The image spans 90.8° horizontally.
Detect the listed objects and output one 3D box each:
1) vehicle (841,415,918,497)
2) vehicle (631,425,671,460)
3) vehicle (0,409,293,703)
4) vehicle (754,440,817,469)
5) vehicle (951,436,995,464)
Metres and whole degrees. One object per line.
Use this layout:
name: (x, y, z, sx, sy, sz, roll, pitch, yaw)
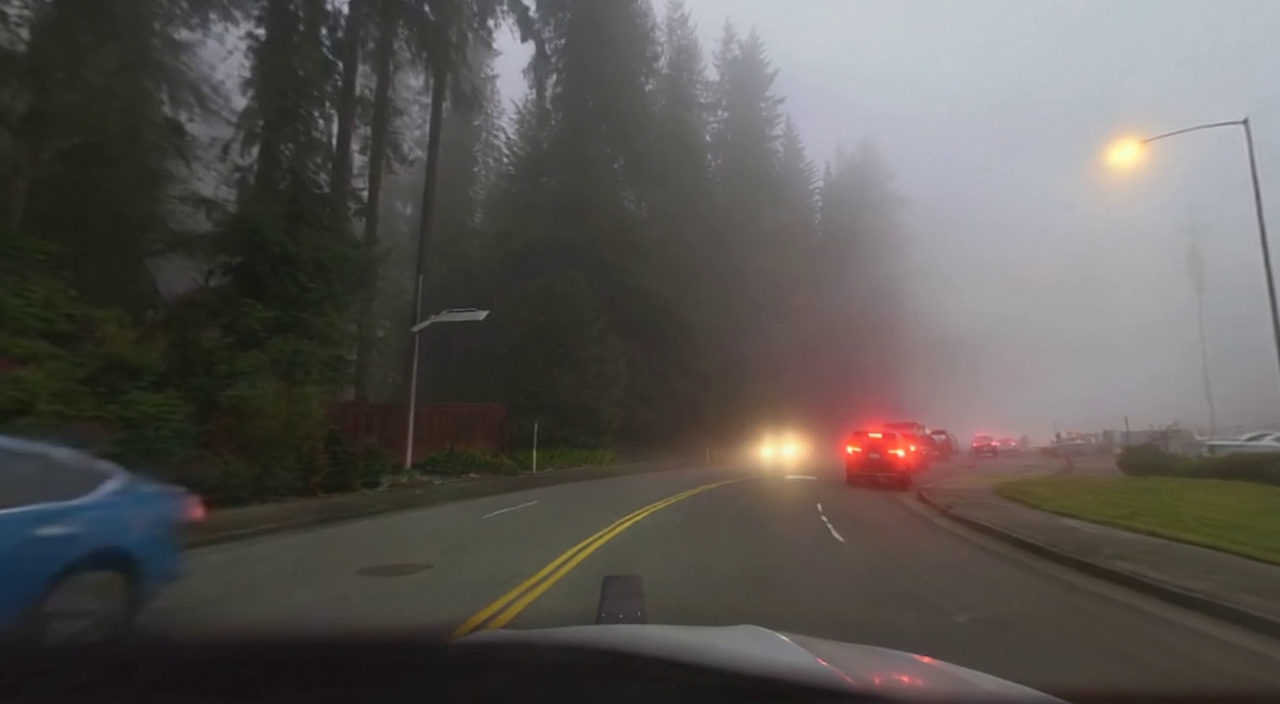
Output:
vehicle: (7.150, 3.080, 19.151, 1.913, 2.241, 3.024, -3, -7, 17)
vehicle: (0.885, 7.082, 49.608, 2.665, 2.465, 1.532, 1, -6, 22)
vehicle: (-3.878, 1.016, 2.905, 1.945, 1.494, 4.201, 0, -8, 4)
vehicle: (8.016, 5.555, 34.513, 1.933, 1.428, 4.449, -5, -10, 33)
vehicle: (22.347, 6.524, 42.284, 2.030, 1.774, 3.884, -5, -10, 34)
